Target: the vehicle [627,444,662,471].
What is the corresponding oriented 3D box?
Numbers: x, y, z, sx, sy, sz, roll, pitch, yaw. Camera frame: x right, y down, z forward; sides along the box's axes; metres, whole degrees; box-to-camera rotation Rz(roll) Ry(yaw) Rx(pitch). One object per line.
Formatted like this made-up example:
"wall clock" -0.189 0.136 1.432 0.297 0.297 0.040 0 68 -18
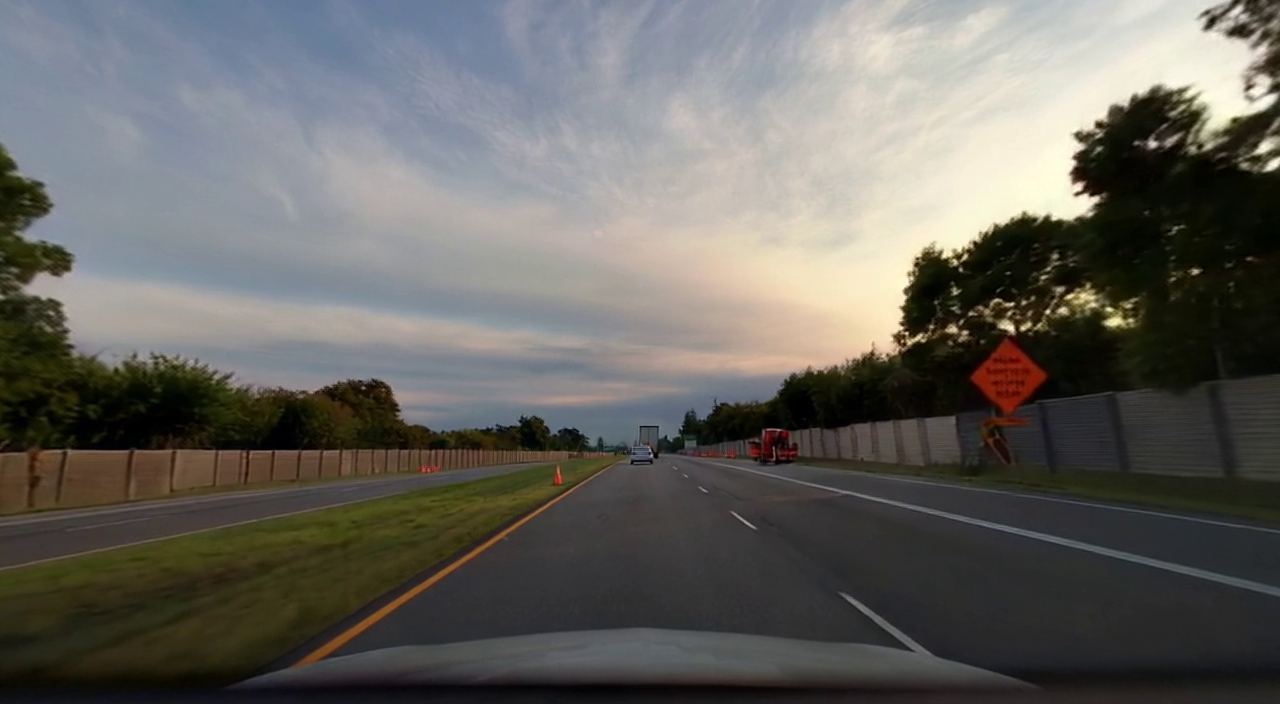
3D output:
"vehicle" 0.241 6.548 39.451 2.065 1.573 3.734 0 -9 -1
